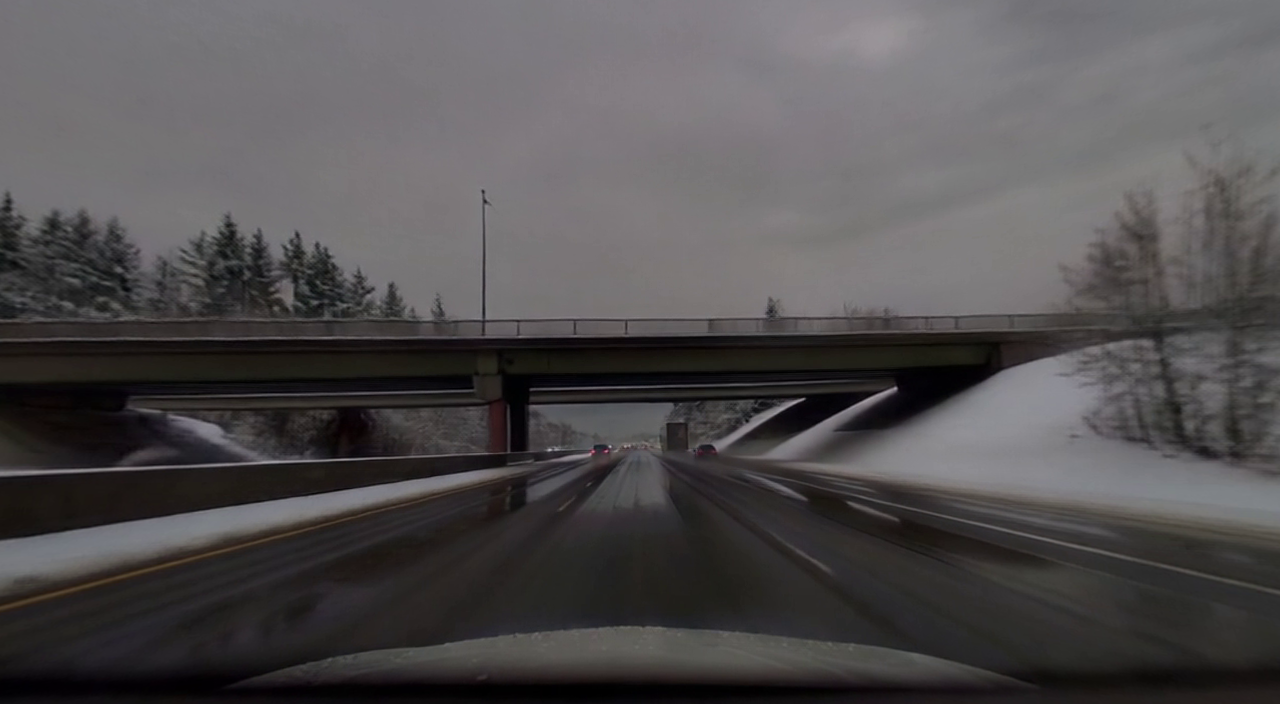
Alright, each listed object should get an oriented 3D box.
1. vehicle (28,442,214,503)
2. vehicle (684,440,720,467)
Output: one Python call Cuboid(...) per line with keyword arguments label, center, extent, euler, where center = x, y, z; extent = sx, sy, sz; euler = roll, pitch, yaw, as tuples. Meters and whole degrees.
Cuboid(label="vehicle", center=(-15.380, 3.559, 19.082), extent=(1.948, 1.617, 4.249), euler=(0, -9, 0))
Cuboid(label="vehicle", center=(4.555, 7.509, 46.941), extent=(2.100, 1.889, 4.969), euler=(0, -9, -1))
